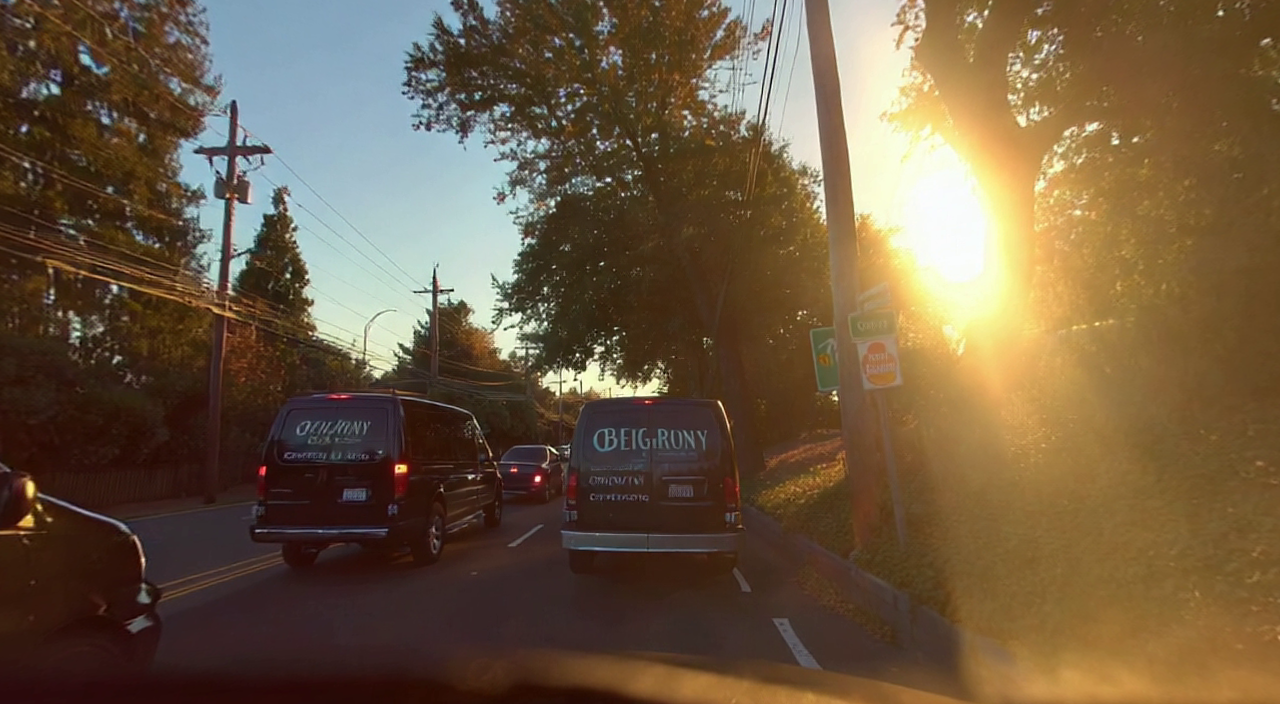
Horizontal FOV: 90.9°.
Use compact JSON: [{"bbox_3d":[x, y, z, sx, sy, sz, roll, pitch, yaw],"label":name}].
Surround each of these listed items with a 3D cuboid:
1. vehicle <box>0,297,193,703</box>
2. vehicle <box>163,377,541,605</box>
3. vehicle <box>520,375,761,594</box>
[{"bbox_3d":[-3.133,0.479,0.238,2.160,1.796,4.997,0,-8,1],"label":"vehicle"},{"bbox_3d":[-2.754,1.483,7.616,2.109,1.851,4.749,-1,-8,3],"label":"vehicle"},{"bbox_3d":[0.109,1.463,7.690,2.117,1.911,4.095,-1,-8,3],"label":"vehicle"}]
